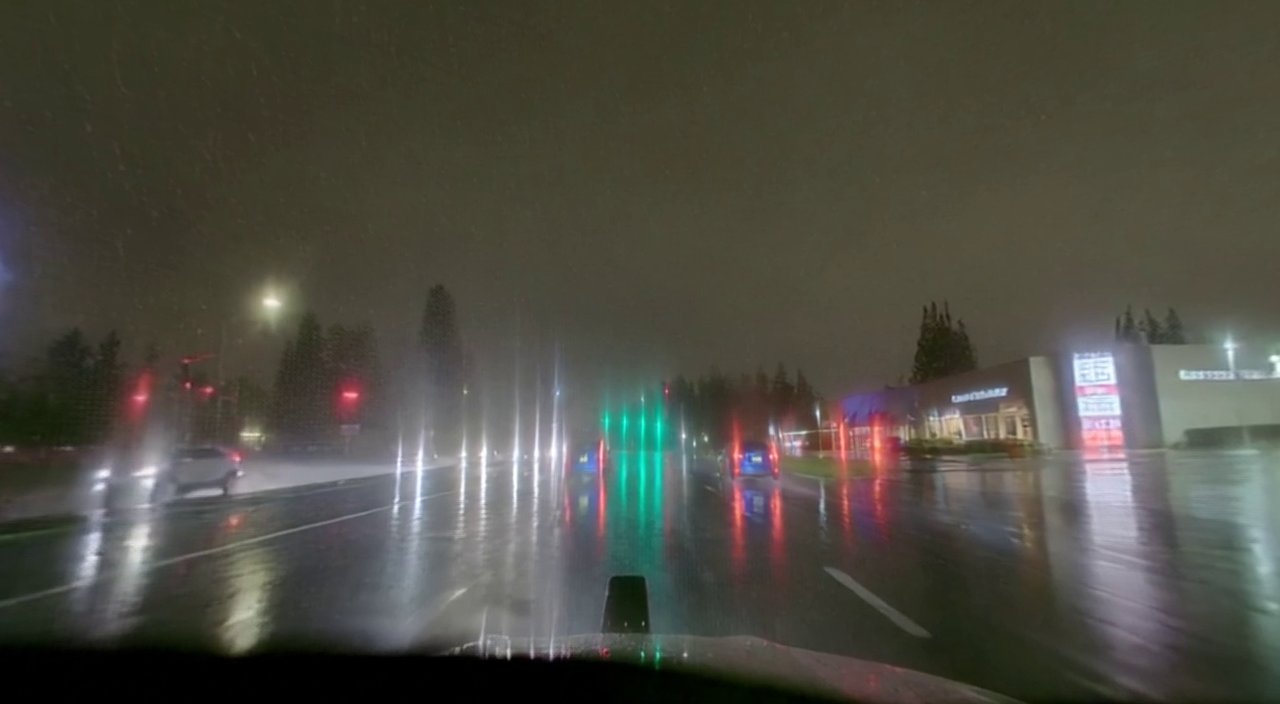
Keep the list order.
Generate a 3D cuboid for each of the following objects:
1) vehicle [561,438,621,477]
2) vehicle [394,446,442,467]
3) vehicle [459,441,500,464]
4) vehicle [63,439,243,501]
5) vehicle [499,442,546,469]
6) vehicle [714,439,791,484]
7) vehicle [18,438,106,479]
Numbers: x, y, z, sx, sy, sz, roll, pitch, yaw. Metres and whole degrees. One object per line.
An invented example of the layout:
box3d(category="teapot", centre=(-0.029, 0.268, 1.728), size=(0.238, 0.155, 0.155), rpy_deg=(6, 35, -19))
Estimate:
box3d(category="vehicle", centre=(-2.008, 4.456, 26.943), size=(2.001, 1.504, 4.212), rpy_deg=(-1, -8, 3))
box3d(category="vehicle", centre=(-16.056, 7.564, 45.838), size=(1.841, 1.479, 4.286), rpy_deg=(0, -8, 1))
box3d(category="vehicle", centre=(-11.989, 7.548, 47.411), size=(1.944, 1.662, 4.160), rpy_deg=(0, -8, 1))
box3d(category="vehicle", centre=(-15.307, 3.682, 20.239), size=(2.052, 1.729, 4.598), rpy_deg=(0, -8, 0))
box3d(category="vehicle", centre=(-6.706, 5.938, 36.417), size=(1.993, 1.444, 3.965), rpy_deg=(0, -8, -1))
box3d(category="vehicle", centre=(4.034, 3.985, 23.347), size=(1.977, 1.474, 4.399), rpy_deg=(0, -8, -1))
box3d(category="vehicle", centre=(-40.299, 7.433, 44.070), size=(3.598, 2.686, 2.811), rpy_deg=(4, -9, -24))
